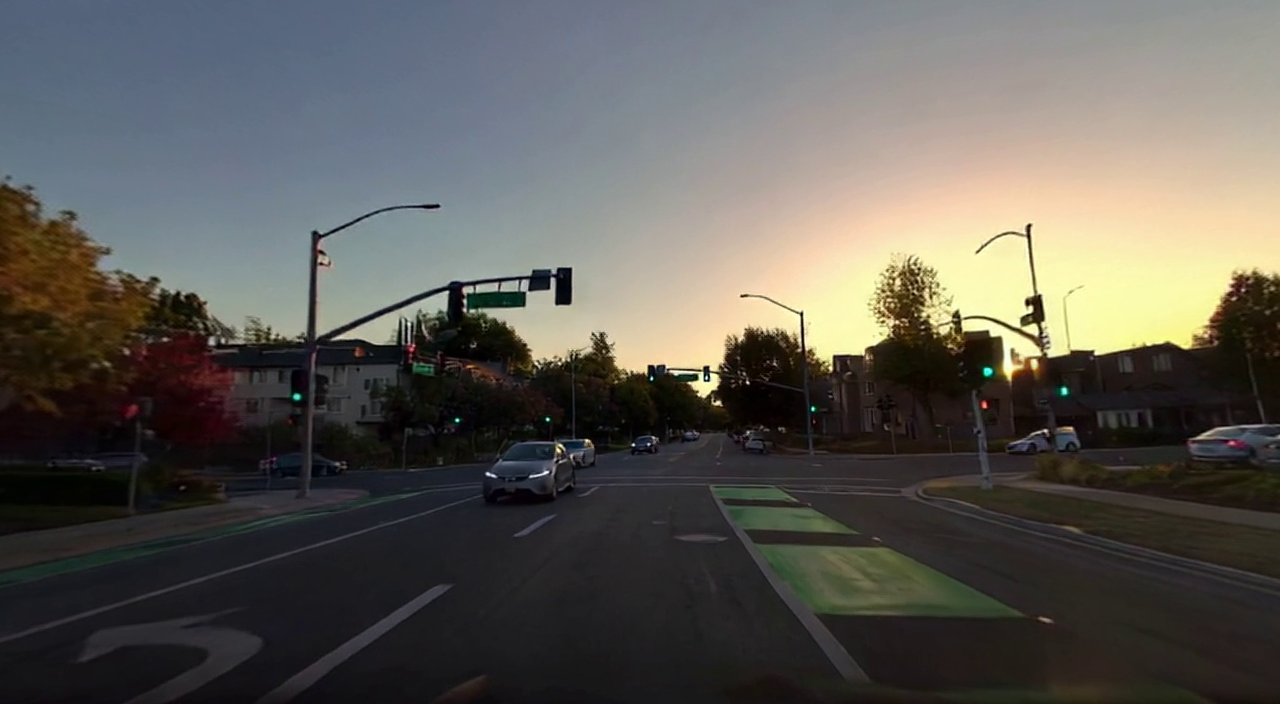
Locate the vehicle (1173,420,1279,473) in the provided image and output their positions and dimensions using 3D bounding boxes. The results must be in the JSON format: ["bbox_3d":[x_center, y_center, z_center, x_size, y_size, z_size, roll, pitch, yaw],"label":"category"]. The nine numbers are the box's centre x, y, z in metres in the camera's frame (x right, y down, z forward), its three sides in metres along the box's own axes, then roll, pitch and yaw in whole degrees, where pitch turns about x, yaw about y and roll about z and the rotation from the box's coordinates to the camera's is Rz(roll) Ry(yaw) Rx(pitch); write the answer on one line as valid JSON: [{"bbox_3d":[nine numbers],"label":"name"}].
[{"bbox_3d":[18.893,2.770,18.740,1.937,1.474,5.114,-3,-8,6],"label":"vehicle"}]

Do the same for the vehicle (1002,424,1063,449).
[{"bbox_3d":[29.892,6.512,48.097,2.033,1.821,4.542,-1,-8,5],"label":"vehicle"}]

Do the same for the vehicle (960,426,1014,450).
[{"bbox_3d":[26.768,6.691,48.702,1.964,1.759,4.583,-1,-9,7],"label":"vehicle"}]

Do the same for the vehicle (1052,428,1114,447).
[{"bbox_3d":[33.726,6.557,48.026,1.837,1.396,4.695,-1,-9,8],"label":"vehicle"}]

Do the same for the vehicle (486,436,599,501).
[{"bbox_3d":[-2.412,3.057,16.949,1.904,1.489,4.746,-1,-9,5],"label":"vehicle"}]
